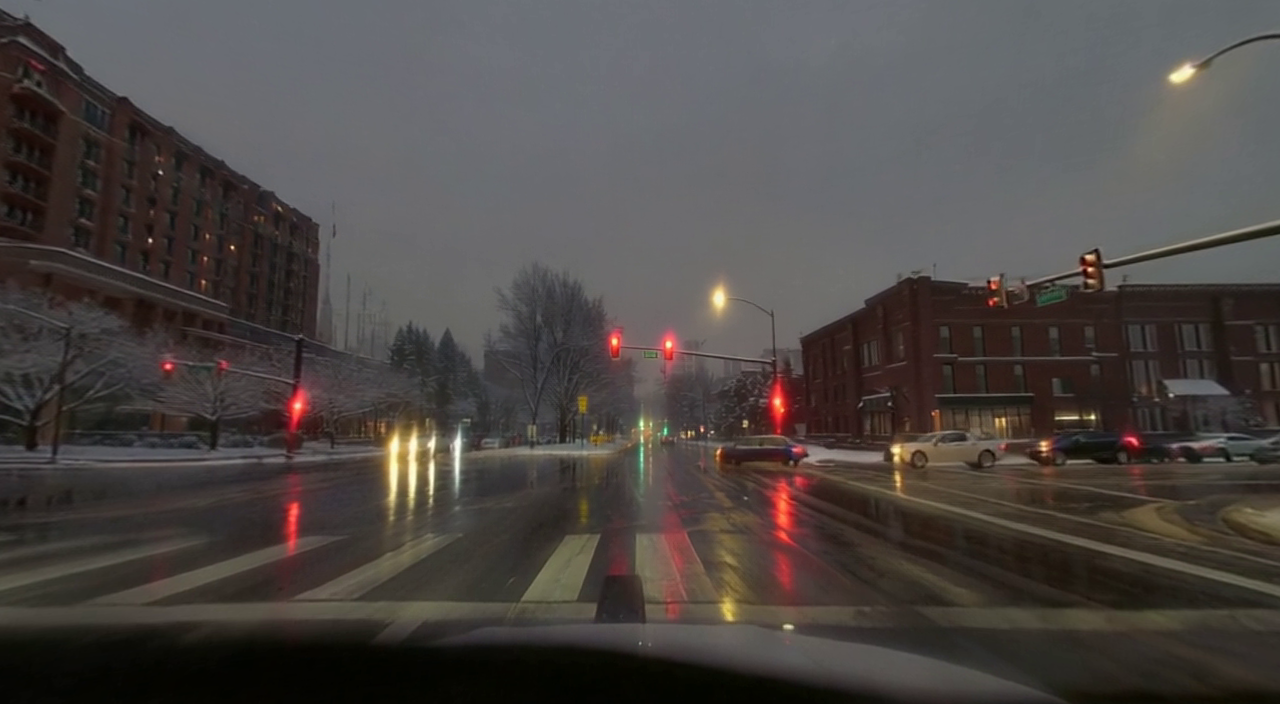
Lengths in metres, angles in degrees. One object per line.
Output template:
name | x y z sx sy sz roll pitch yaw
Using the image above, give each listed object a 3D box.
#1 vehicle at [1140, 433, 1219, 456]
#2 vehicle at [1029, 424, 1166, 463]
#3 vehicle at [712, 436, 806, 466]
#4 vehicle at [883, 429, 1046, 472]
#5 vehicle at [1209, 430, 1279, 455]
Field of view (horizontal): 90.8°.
vehicle | 36.597 6.299 42.990 1.726 1.429 4.163 0 -9 2
vehicle | 20.699 4.182 28.751 4.571 1.698 1.977 -1 -9 4
vehicle | 5.350 4.522 28.858 4.046 1.306 1.719 -1 -9 5
vehicle | 11.718 3.580 23.040 4.916 1.504 1.846 0 -9 -2
vehicle | 42.253 6.178 43.100 2.037 1.614 5.175 0 -9 0
